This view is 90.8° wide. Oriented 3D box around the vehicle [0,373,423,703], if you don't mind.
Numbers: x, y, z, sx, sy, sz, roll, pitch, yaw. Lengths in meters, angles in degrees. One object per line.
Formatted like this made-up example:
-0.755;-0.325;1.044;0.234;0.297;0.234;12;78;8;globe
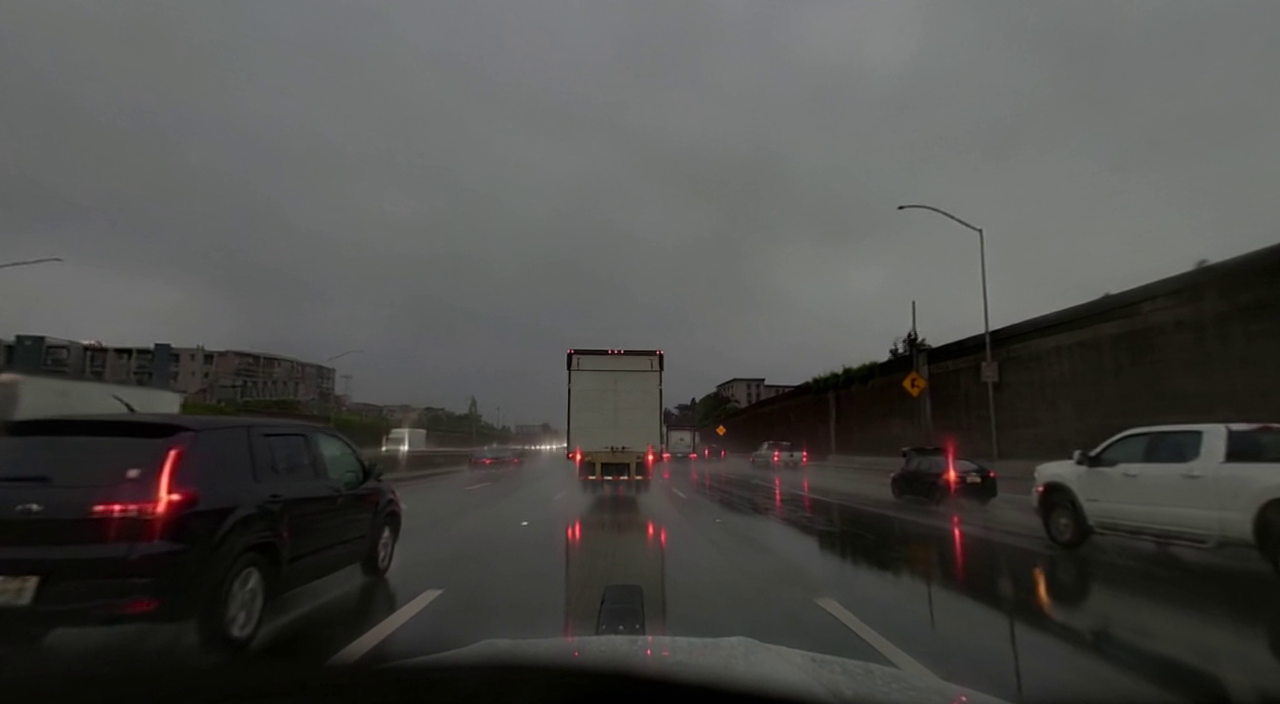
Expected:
-3.344;1.220;4.849;1.946;1.641;4.105;0;-9;-1;vehicle

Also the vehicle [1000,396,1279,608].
6.345;1.436;6.555;2.188;1.731;5.031;0;-9;-1;vehicle

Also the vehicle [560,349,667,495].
-0.743;2.723;22.866;2.906;4.040;10.743;0;-9;0;vehicle

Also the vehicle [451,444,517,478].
-7.345;5.170;30.248;1.973;1.471;4.779;0;-9;-1;vehicle

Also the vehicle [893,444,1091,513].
8.624;3.114;16.189;2.002;1.472;4.950;0;-9;-3;vehicle

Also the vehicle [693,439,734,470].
5.458;7.674;47.455;2.297;2.116;5.052;0;-9;-2;vehicle

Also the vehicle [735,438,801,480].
6.188;5.232;31.062;2.070;1.888;4.546;0;-9;-3;vehicle

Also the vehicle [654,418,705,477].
2.465;6.360;42.218;2.669;3.491;8.645;0;-9;-1;vehicle
